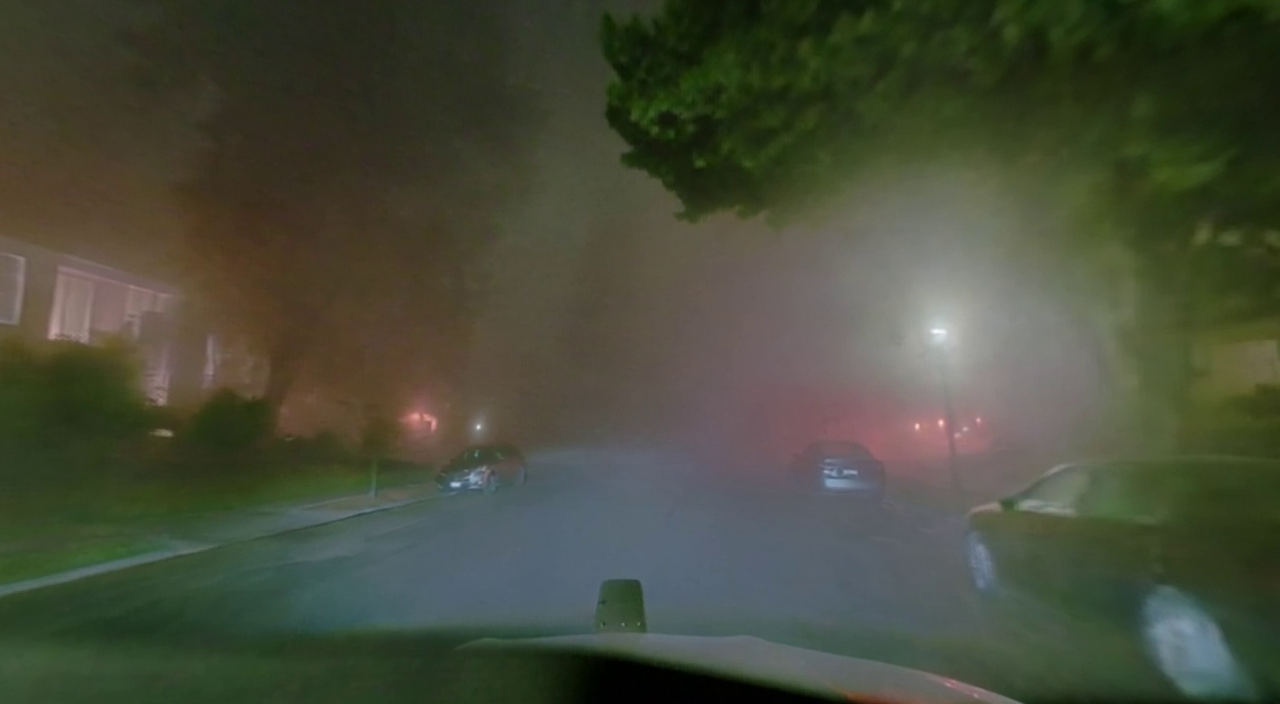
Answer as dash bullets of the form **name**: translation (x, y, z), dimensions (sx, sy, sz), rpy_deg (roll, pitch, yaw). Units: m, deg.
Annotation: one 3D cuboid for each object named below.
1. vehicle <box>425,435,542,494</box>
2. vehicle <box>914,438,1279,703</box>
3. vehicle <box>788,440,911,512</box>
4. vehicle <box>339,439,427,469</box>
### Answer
- **vehicle**: translation (-4.702, 3.528, 19.643), dimensions (1.943, 1.433, 4.717), rpy_deg (-7, -11, 6)
- **vehicle**: translation (3.753, 1.312, 4.271), dimensions (2.088, 1.429, 4.796), rpy_deg (-1, -8, 6)
- **vehicle**: translation (4.934, 2.913, 15.509), dimensions (1.931, 1.395, 4.793), rpy_deg (0, -8, 7)
- **vehicle**: translation (-16.991, 6.758, 41.707), dimensions (4.879, 1.867, 2.234), rpy_deg (1, -8, -4)
